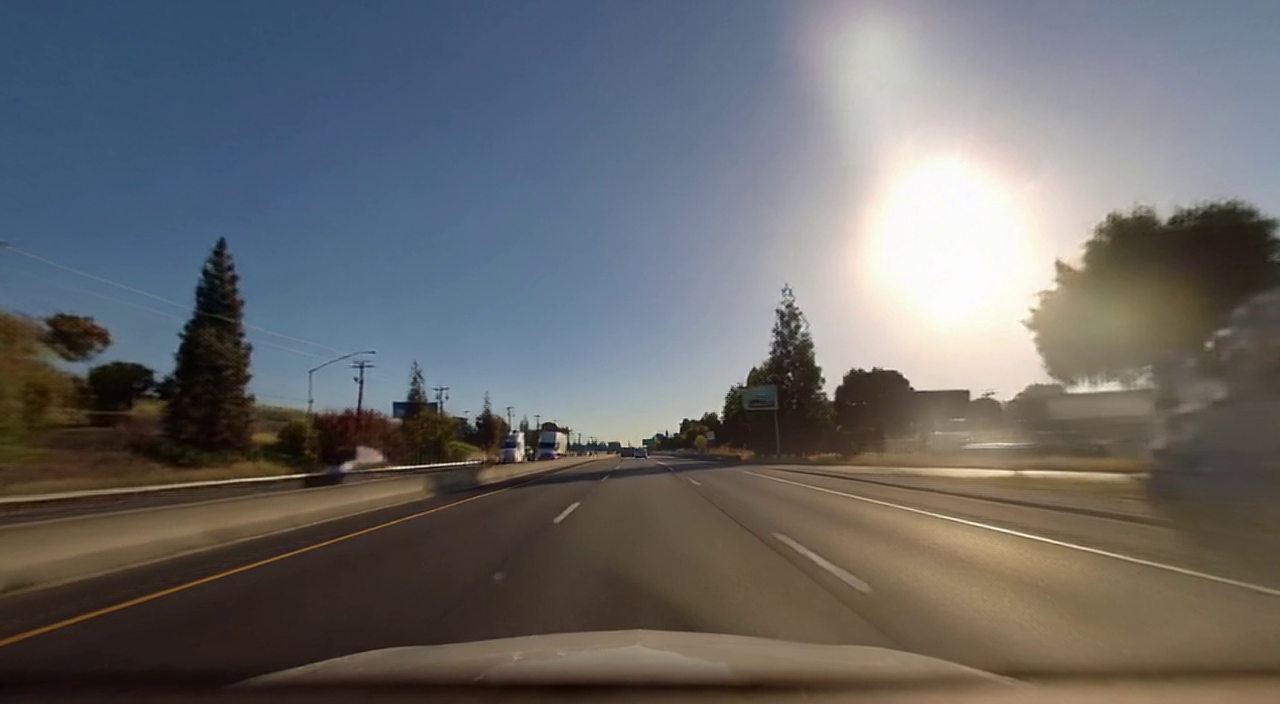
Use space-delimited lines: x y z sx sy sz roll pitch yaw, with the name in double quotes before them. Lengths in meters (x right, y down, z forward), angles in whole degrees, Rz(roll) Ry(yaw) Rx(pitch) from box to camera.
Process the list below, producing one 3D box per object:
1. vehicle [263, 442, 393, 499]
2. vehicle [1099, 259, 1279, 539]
"vehicle" -11.799 4.496 24.262 2.333 1.934 5.297 0 -9 0
"vehicle" 10.787 0.684 9.167 2.952 4.015 6.438 0 -9 -1
